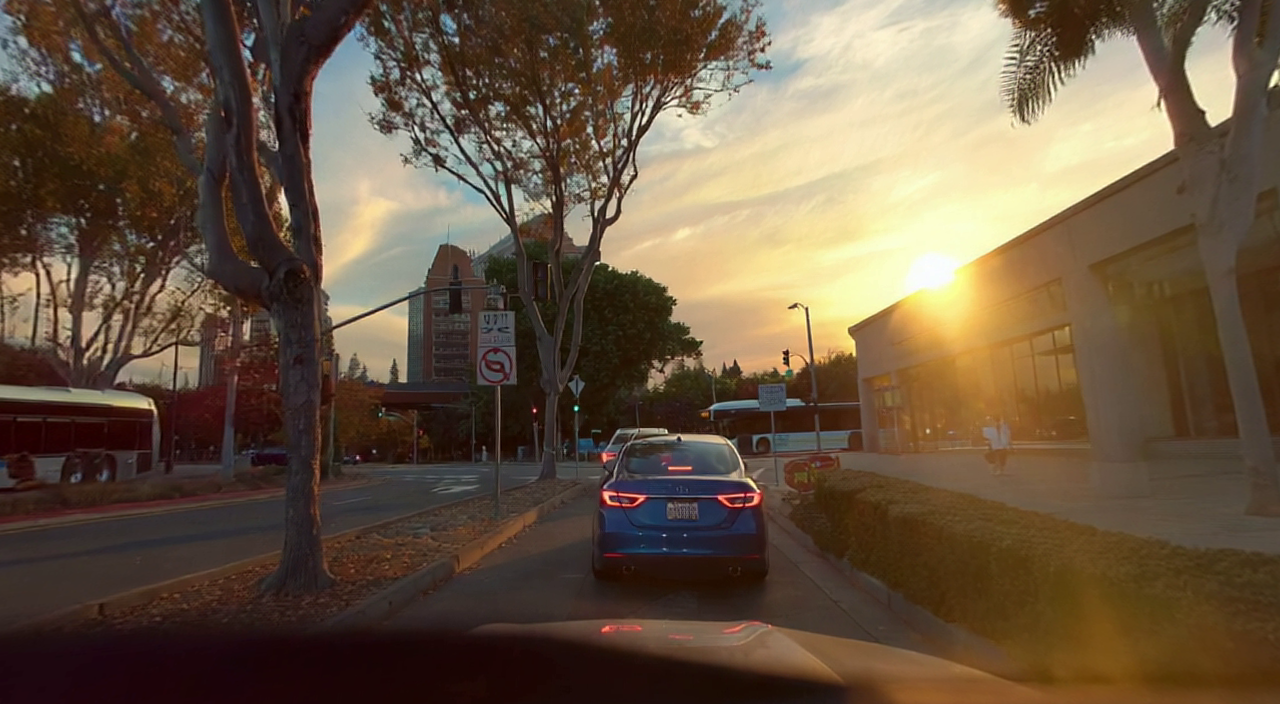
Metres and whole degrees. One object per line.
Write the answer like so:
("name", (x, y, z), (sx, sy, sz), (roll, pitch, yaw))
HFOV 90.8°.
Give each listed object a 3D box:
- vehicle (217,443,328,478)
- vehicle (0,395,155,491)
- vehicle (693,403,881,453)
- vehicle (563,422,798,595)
("vehicle", (-19.010, 5.604, 32.888), (1.892, 1.645, 4.561), (-6, -10, 34))
("vehicle", (-25.941, 3.644, 25.324), (2.692, 3.685, 10.153), (-3, -9, 20))
("vehicle", (11.210, 5.960, 49.211), (13.811, 3.706, 2.997), (0, -9, 0))
("vehicle", (0.384, 1.629, 7.383), (2.006, 1.470, 3.799), (0, -8, 1))
